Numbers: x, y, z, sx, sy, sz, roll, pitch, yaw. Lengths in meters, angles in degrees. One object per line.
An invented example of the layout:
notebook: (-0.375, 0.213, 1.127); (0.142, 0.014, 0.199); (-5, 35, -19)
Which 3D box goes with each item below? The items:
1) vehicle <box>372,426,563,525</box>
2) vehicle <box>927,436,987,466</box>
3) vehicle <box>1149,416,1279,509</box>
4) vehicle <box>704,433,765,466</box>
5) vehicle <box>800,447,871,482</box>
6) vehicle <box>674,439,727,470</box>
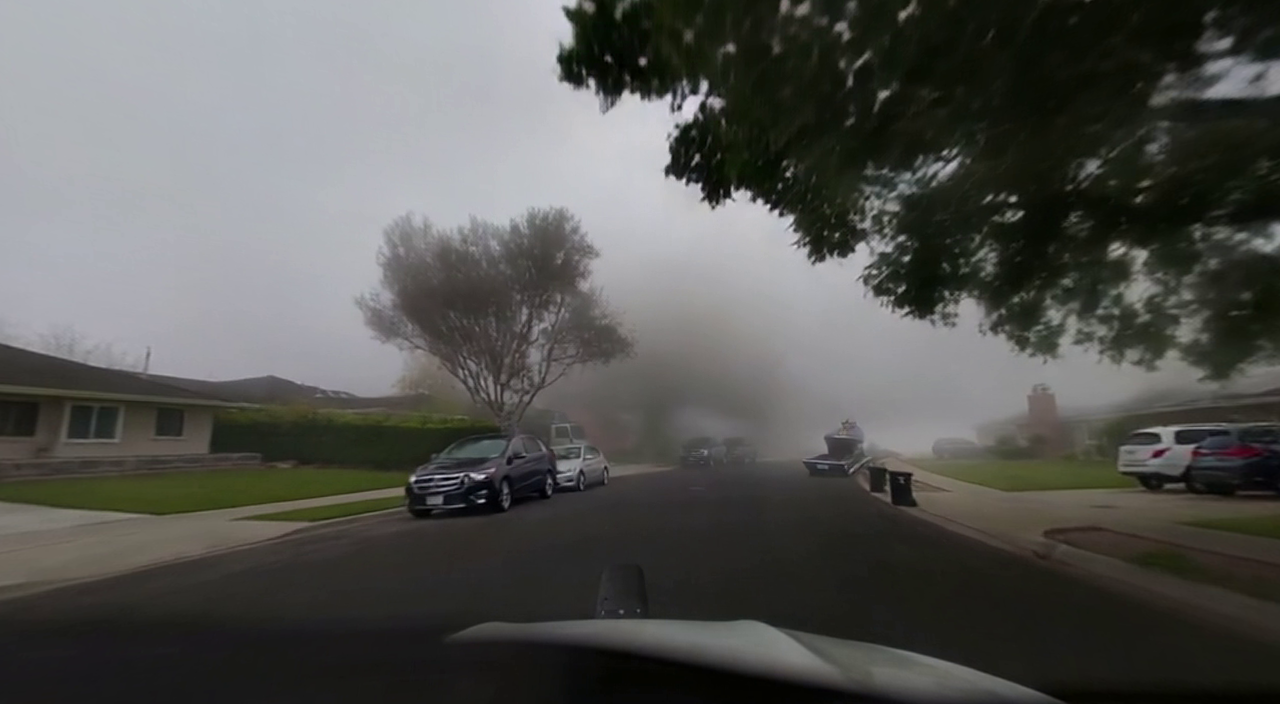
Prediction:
vehicle: (-3.576, 2.605, 14.390); (2.274, 1.784, 5.090); (-1, -7, 9)
vehicle: (23.132, 7.209, 46.001); (3.470, 2.123, 1.584); (0, -7, 8)
vehicle: (13.908, 2.247, 12.947); (4.789, 1.771, 2.092); (-1, -9, 8)
vehicle: (7.159, 7.269, 46.932); (2.632, 2.249, 6.179); (-4, -10, 27)
vehicle: (9.983, 5.568, 31.694); (2.804, 1.336, 6.700); (-2, -7, 22)
vehicle: (3.846, 6.353, 39.215); (2.052, 1.745, 4.737); (-3, -9, 21)
